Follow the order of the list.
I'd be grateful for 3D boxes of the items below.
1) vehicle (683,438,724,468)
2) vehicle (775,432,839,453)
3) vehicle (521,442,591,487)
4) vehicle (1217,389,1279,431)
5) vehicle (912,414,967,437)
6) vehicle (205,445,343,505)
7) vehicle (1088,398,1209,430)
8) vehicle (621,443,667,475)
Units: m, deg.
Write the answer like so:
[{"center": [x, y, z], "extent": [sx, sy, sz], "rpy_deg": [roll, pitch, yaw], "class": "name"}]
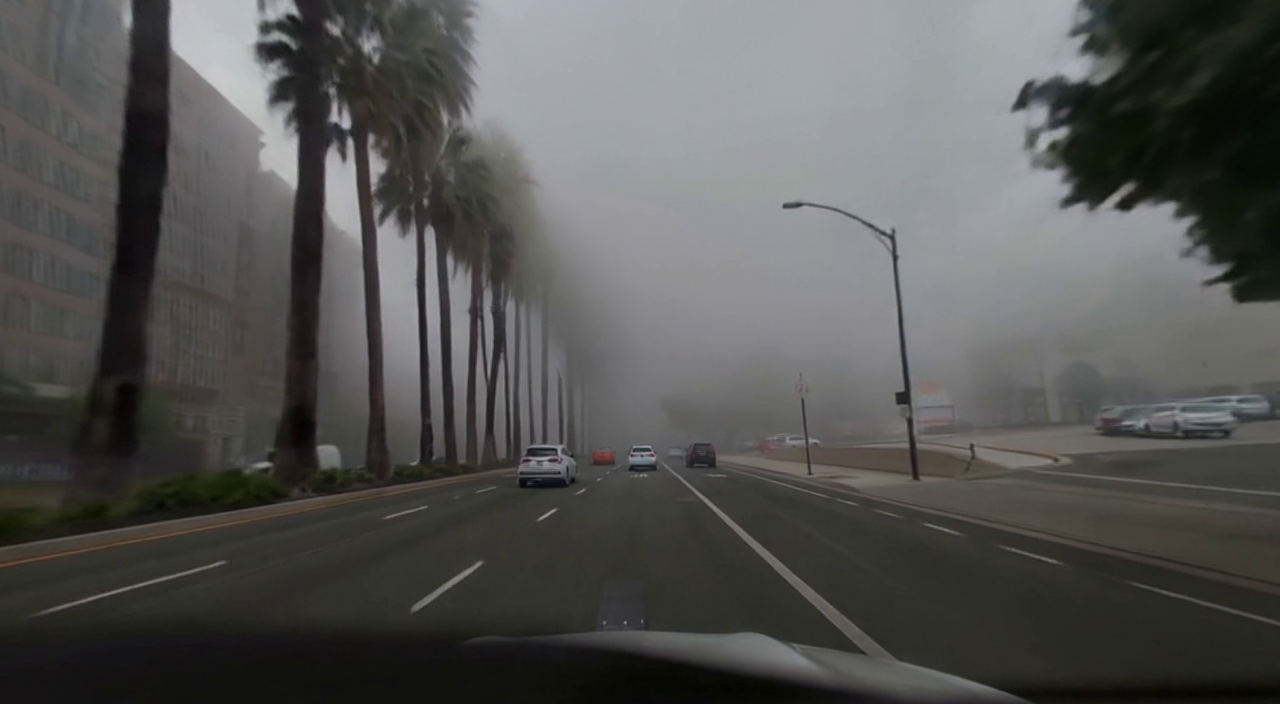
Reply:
[{"center": [4.012, 6.507, 40.715], "extent": [2.108, 1.785, 4.334], "rpy_deg": [0, -8, -1], "class": "vehicle"}, {"center": [12.910, 6.974, 48.698], "extent": [4.749, 1.457, 1.806], "rpy_deg": [3, -11, -28], "class": "vehicle"}, {"center": [-3.000, 4.133, 23.516], "extent": [1.908, 1.505, 4.369], "rpy_deg": [-1, -8, 2], "class": "vehicle"}, {"center": [24.277, 2.315, 24.508], "extent": [1.815, 1.441, 3.985], "rpy_deg": [-6, -10, 30], "class": "vehicle"}, {"center": [23.715, 5.883, 49.901], "extent": [4.448, 1.701, 1.954], "rpy_deg": [6, -10, -36], "class": "vehicle"}, {"center": [-11.630, 3.882, 20.431], "extent": [1.886, 1.706, 4.209], "rpy_deg": [0, -8, 1], "class": "vehicle"}, {"center": [27.738, 3.458, 34.554], "extent": [1.663, 1.499, 4.774], "rpy_deg": [5, -10, -31], "class": "vehicle"}, {"center": [0.192, 5.375, 31.988], "extent": [2.147, 1.507, 3.953], "rpy_deg": [0, -8, 0], "class": "vehicle"}]
